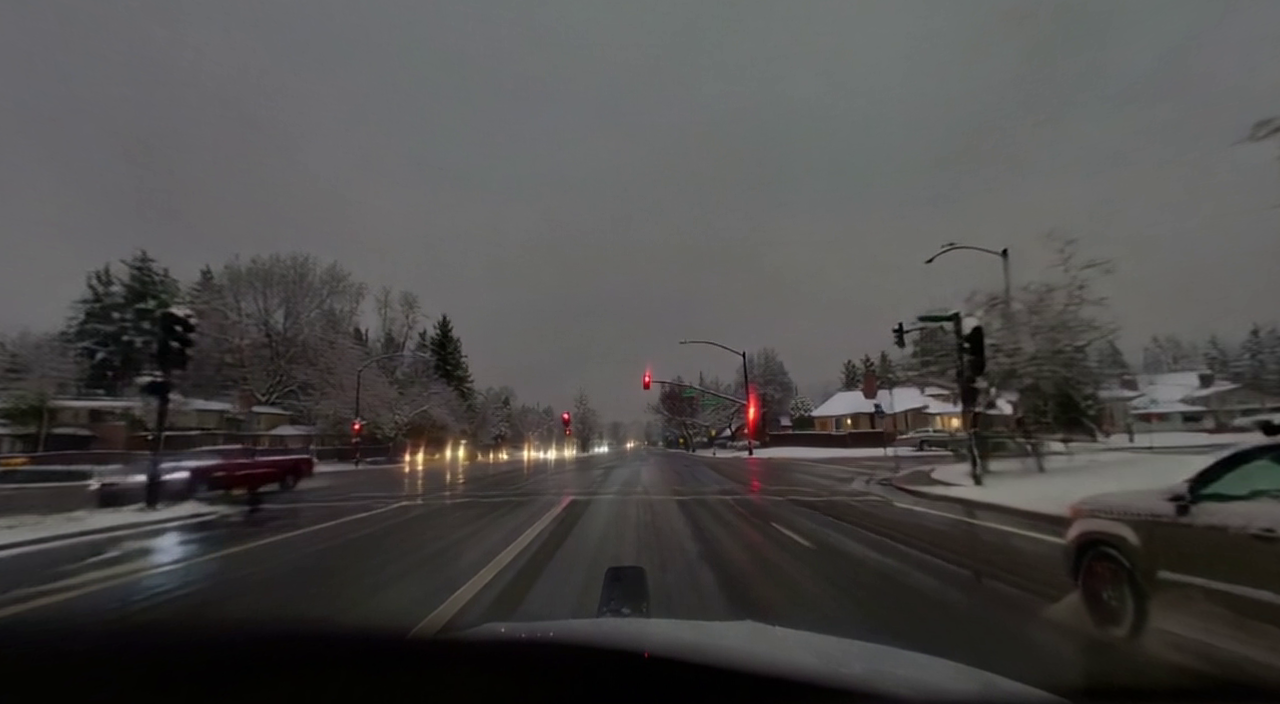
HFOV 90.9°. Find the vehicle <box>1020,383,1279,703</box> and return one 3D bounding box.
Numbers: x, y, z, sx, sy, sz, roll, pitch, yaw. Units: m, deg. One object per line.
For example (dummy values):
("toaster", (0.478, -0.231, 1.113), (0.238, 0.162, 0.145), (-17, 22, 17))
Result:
("vehicle", (4.214, 0.999, 3.428), (2.018, 1.591, 3.564), (0, -9, 0))

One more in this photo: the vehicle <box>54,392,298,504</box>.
("vehicle", (-13.405, 2.888, 19.094), (2.357, 2.798, 6.419), (0, -9, 1))
